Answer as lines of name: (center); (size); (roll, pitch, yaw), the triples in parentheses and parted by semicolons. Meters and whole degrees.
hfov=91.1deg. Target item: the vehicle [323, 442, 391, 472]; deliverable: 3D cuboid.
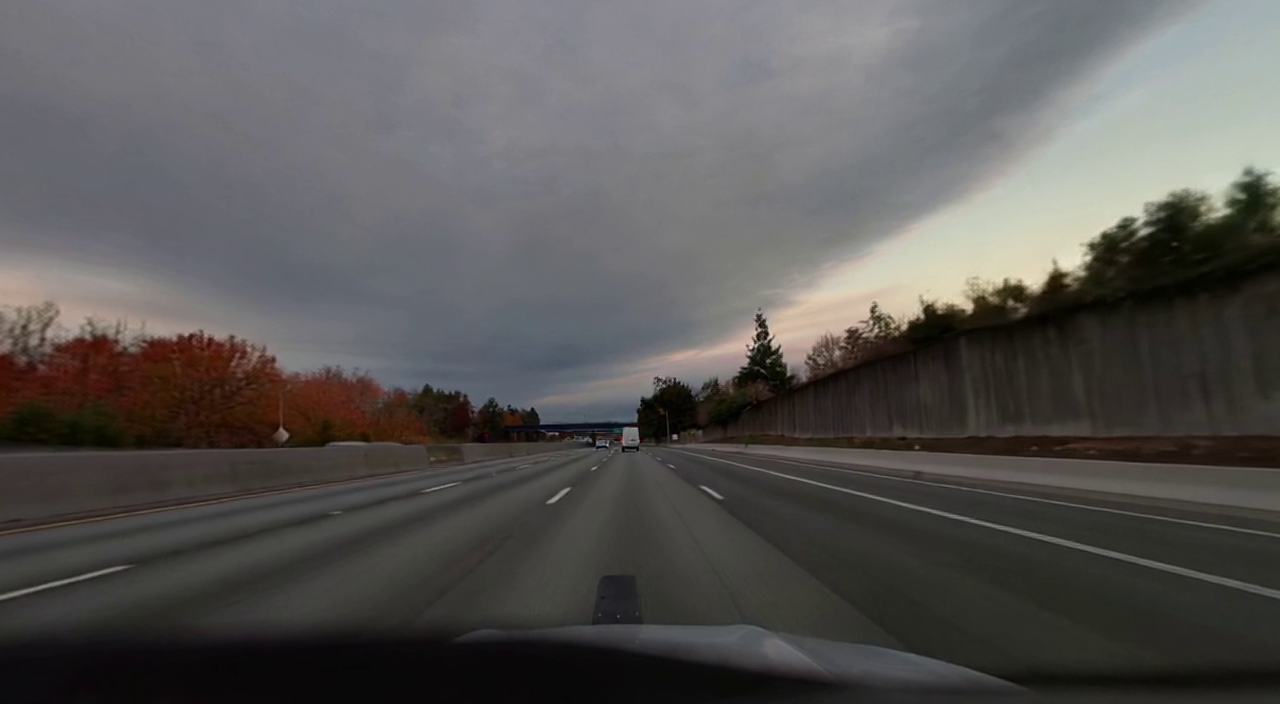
vehicle: (-15.270, 5.640, 34.140); (1.854, 1.462, 4.237); (0, -8, -2)
